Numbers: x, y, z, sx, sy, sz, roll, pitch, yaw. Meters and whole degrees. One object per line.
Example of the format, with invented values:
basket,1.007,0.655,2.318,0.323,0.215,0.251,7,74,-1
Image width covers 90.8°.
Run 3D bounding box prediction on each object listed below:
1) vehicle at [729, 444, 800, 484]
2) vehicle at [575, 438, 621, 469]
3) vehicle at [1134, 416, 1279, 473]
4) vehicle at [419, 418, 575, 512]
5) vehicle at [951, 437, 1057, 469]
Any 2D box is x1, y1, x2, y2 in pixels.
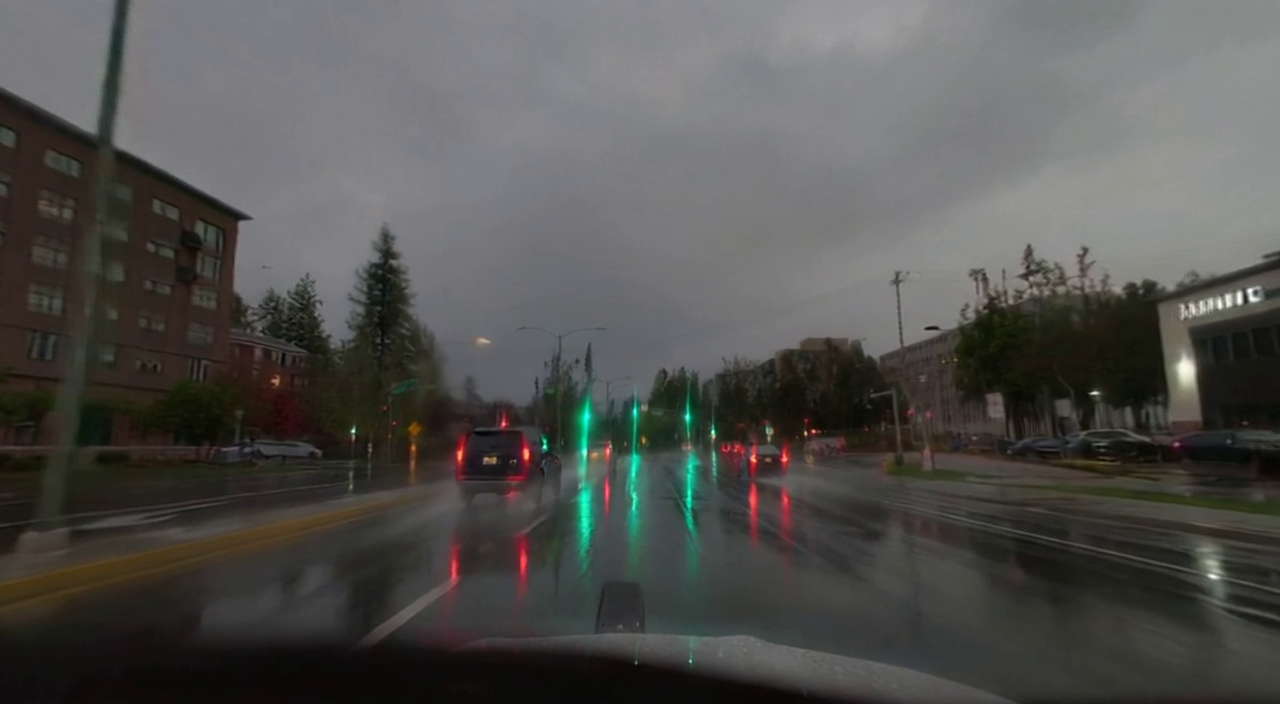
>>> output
vehicle,4.967,4.506,25.844,1.960,1.471,4.378,0,-8,-1
vehicle,-2.606,6.472,40.490,2.305,1.833,4.912,0,-8,3
vehicle,27.649,4.337,29.632,2.943,2.298,7.374,0,-8,0
vehicle,-3.164,2.683,15.519,2.450,1.866,5.416,0,-8,1
vehicle,20.035,5.562,34.797,4.972,1.547,2.226,2,-9,-20
